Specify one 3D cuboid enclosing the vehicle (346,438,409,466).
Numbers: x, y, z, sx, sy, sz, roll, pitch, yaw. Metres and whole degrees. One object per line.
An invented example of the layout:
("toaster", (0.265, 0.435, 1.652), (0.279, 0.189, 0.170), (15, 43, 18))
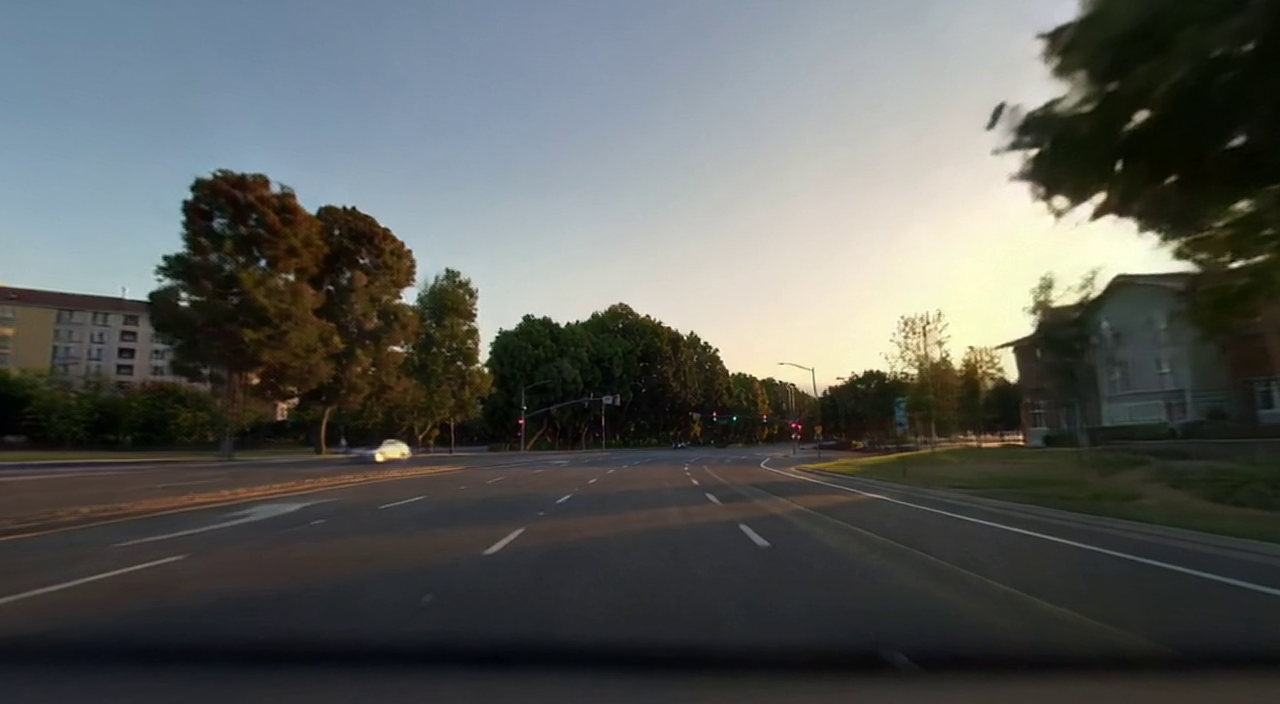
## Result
("vehicle", (-17.513, 6.686, 42.443), (1.974, 1.778, 4.391), (-1, -8, 6))
